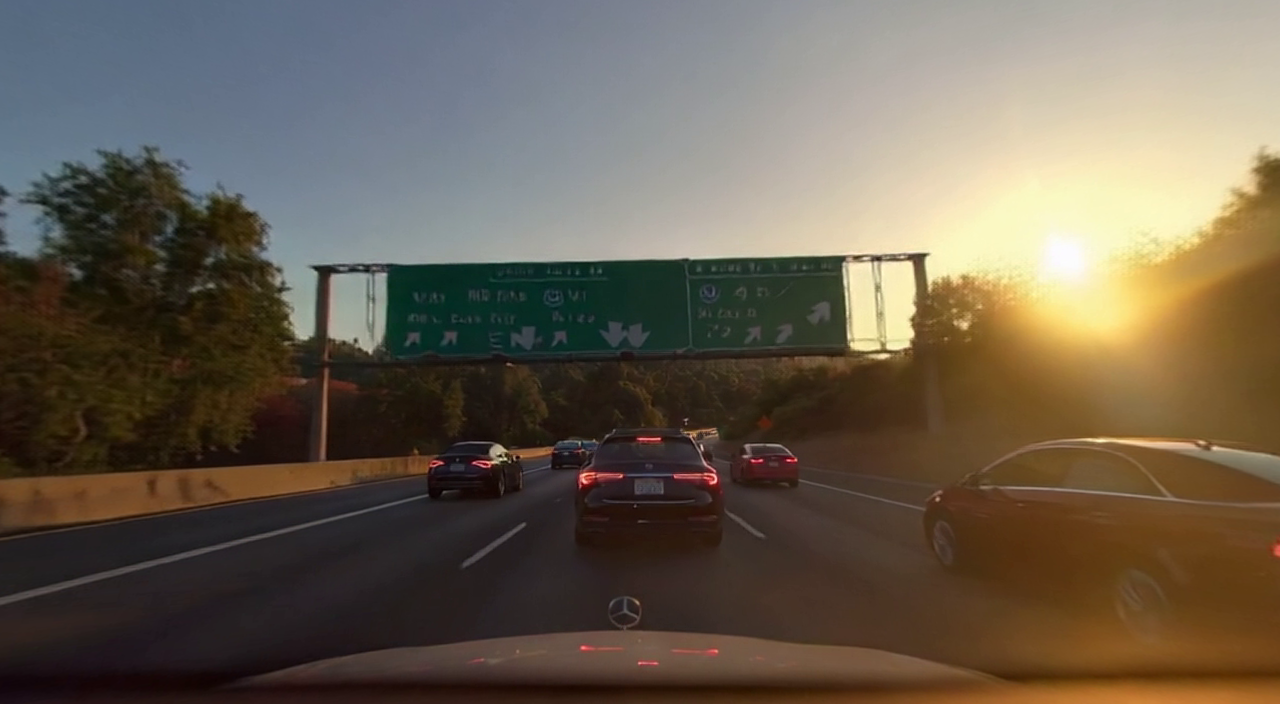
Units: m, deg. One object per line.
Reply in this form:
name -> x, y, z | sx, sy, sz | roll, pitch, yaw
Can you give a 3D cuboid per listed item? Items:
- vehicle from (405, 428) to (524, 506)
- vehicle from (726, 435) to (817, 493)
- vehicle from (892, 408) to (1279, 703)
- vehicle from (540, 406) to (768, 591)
vehicle -> -4.240, 2.860, 15.935 | 1.890, 1.708, 3.844 | 0, -9, 0
vehicle -> 3.910, 3.411, 19.424 | 1.905, 1.590, 3.746 | 0, -9, -2
vehicle -> 3.695, 1.230, 4.405 | 1.953, 1.434, 4.511 | 0, -9, -1
vehicle -> 0.099, 1.649, 7.800 | 2.093, 1.695, 3.782 | 0, -9, -1
